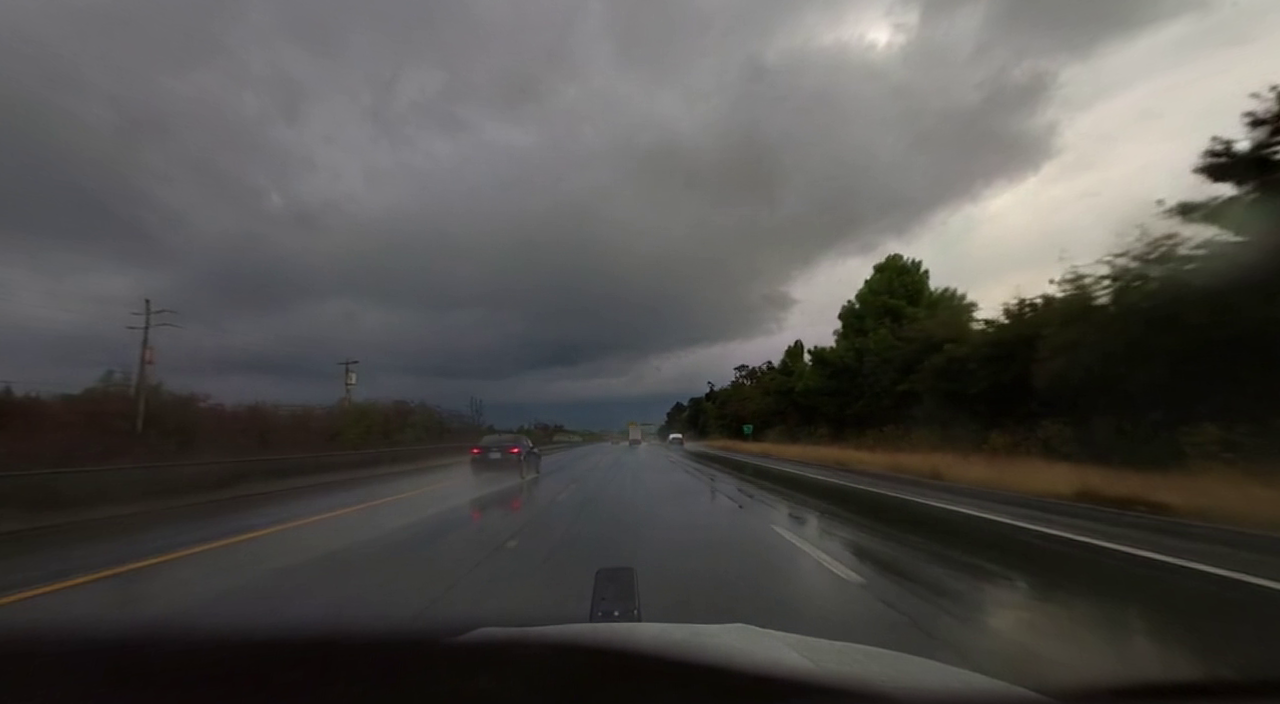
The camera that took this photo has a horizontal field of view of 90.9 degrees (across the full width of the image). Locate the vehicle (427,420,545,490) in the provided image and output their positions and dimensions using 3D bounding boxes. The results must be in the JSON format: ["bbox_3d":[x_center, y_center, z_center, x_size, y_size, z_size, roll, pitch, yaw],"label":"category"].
[{"bbox_3d":[-4.081,2.805,17.612,2.185,1.677,4.390,0,-8,0],"label":"vehicle"}]
